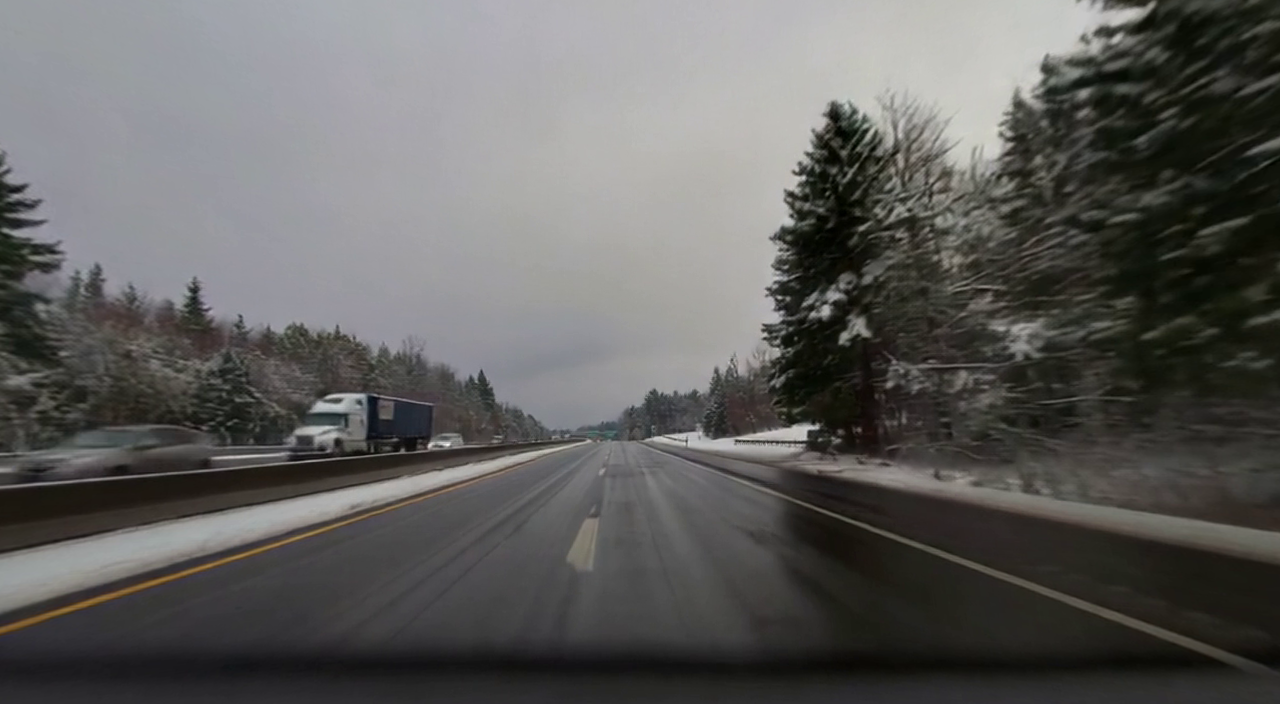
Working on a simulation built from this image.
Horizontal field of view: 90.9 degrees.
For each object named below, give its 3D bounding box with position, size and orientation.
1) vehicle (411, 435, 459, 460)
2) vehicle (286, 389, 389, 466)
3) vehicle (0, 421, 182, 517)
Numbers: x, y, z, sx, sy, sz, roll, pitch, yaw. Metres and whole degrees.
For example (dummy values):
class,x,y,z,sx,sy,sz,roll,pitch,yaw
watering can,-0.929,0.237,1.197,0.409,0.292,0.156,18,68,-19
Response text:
class,x,y,z,sx,sy,sz,roll,pitch,yaw
vehicle,-12.484,5.790,38.505,1.796,1.446,3.689,0,-8,-2
vehicle,-17.031,4.342,36.046,3.009,4.008,5.931,0,-8,-3
vehicle,-12.004,2.324,13.100,1.913,1.675,4.147,0,-8,-2
